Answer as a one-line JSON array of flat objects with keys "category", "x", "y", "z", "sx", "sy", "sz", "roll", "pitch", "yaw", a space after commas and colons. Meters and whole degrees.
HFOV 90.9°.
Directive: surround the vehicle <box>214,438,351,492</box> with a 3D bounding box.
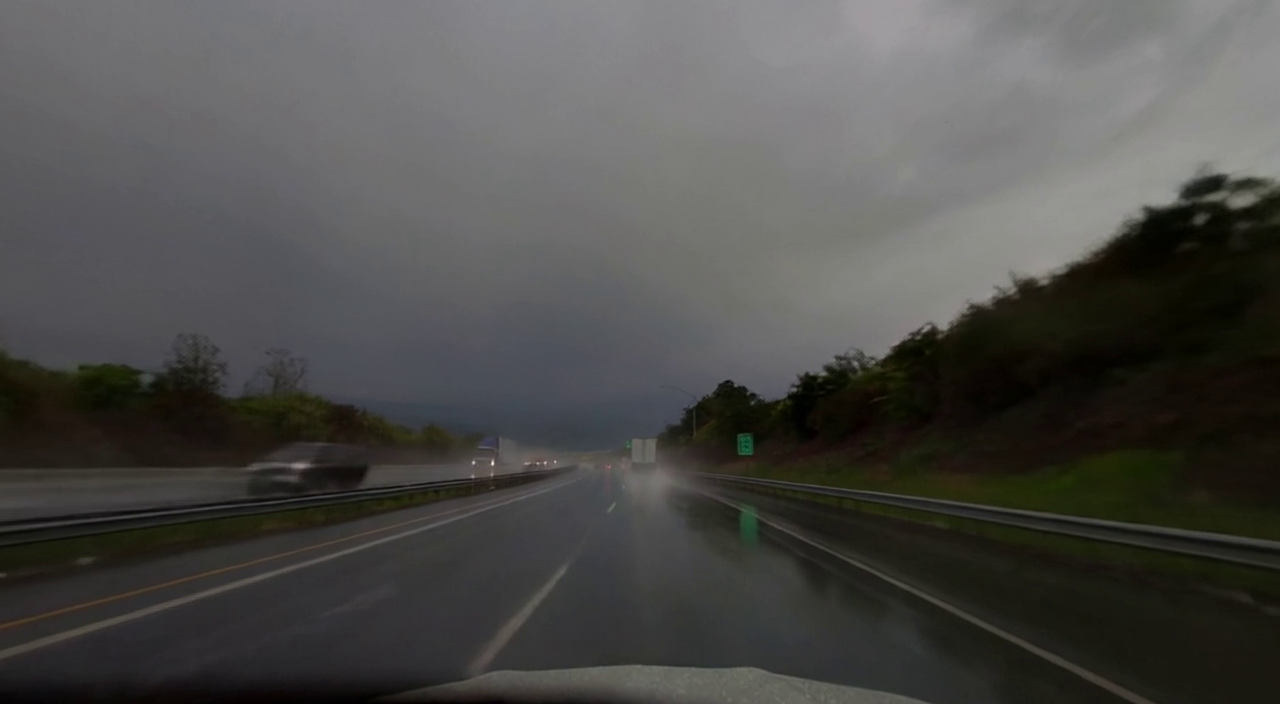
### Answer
[{"category": "vehicle", "x": -12.091, "y": 3.913, "z": 21.717, "sx": 2.159, "sy": 1.622, "sz": 4.230, "roll": 1, "pitch": -11, "yaw": 0}]
